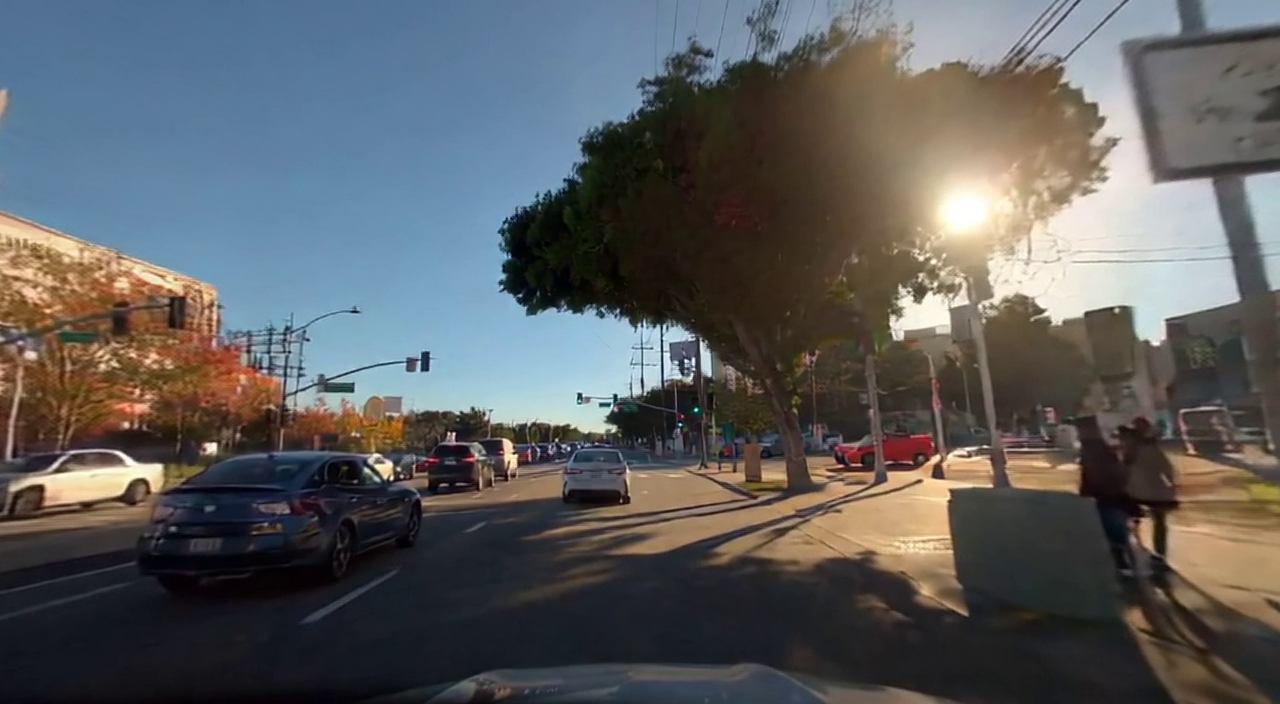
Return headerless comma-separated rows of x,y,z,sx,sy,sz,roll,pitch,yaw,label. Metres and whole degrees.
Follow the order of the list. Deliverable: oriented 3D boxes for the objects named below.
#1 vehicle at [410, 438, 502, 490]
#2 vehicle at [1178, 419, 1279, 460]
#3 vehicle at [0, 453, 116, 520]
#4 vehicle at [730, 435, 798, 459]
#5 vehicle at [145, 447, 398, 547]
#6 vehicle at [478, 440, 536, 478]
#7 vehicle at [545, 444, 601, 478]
-6.378,3.919,22.297,2.012,1.664,3.917,0,-9,1,vehicle
24.978,3.661,26.267,1.690,1.559,3.521,1,-9,-5,vehicle
-16.617,3.510,16.796,1.964,1.569,4.256,1,-9,-8,vehicle
9.225,7.107,47.153,4.568,1.704,2.038,1,-9,-5,vehicle
-6.459,2.539,11.861,1.960,1.479,4.654,0,-9,0,vehicle
-6.211,5.034,29.854,1.954,1.644,4.290,0,-9,-2,vehicle
-3.074,5.106,29.876,2.147,1.472,4.406,0,-9,0,vehicle
